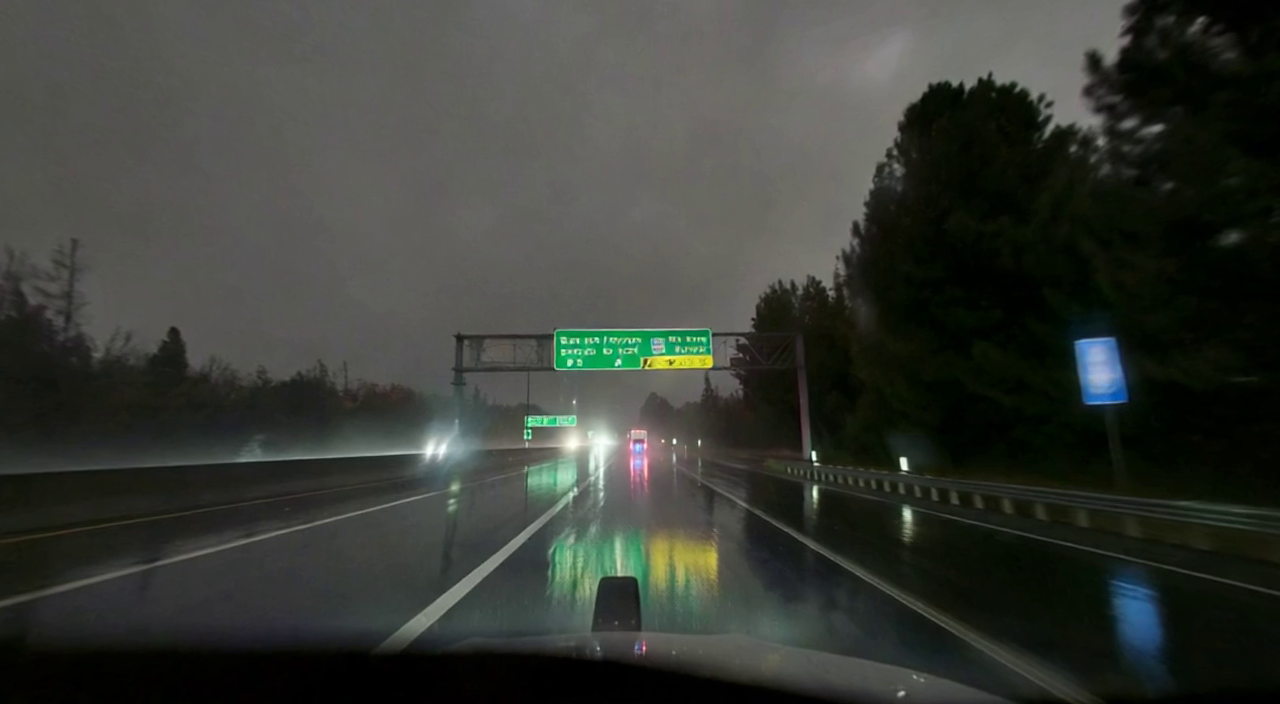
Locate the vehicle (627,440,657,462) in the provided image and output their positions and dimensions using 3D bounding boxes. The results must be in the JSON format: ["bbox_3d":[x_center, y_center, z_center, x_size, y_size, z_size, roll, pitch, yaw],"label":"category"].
[{"bbox_3d":[0.114,7.005,44.725,2.028,1.440,3.690,0,-8,-1],"label":"vehicle"}]
